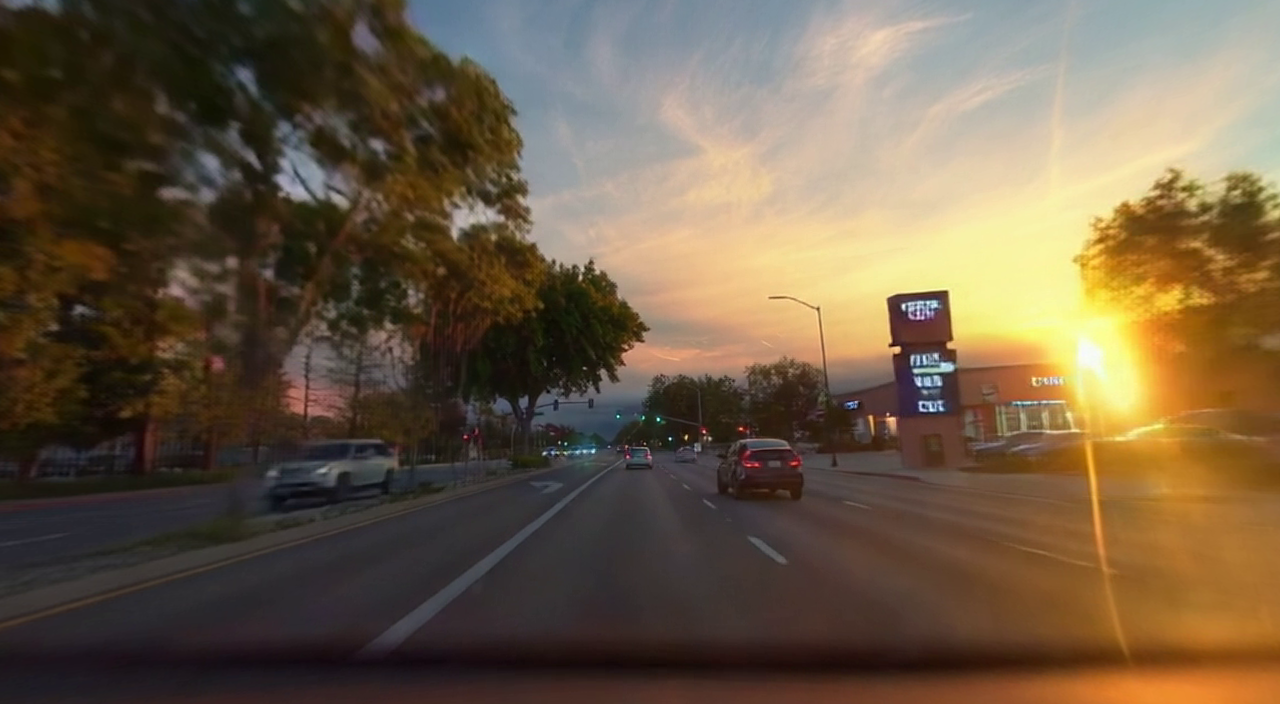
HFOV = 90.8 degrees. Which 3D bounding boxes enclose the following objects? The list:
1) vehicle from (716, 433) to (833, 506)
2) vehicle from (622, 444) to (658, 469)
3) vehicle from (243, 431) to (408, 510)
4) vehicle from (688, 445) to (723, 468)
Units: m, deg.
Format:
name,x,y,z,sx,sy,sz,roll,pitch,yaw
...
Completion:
name,x,y,z,sx,sy,sz,roll,pitch,yaw
vehicle,3.348,3.010,16.684,2.022,1.643,4.326,0,-8,-1
vehicle,-0.014,6.618,40.192,2.135,1.468,4.076,0,-8,0
vehicle,-8.467,3.202,17.637,2.142,1.872,4.689,0,-8,0
vehicle,4.335,6.976,42.474,1.889,1.473,4.303,0,-8,0
